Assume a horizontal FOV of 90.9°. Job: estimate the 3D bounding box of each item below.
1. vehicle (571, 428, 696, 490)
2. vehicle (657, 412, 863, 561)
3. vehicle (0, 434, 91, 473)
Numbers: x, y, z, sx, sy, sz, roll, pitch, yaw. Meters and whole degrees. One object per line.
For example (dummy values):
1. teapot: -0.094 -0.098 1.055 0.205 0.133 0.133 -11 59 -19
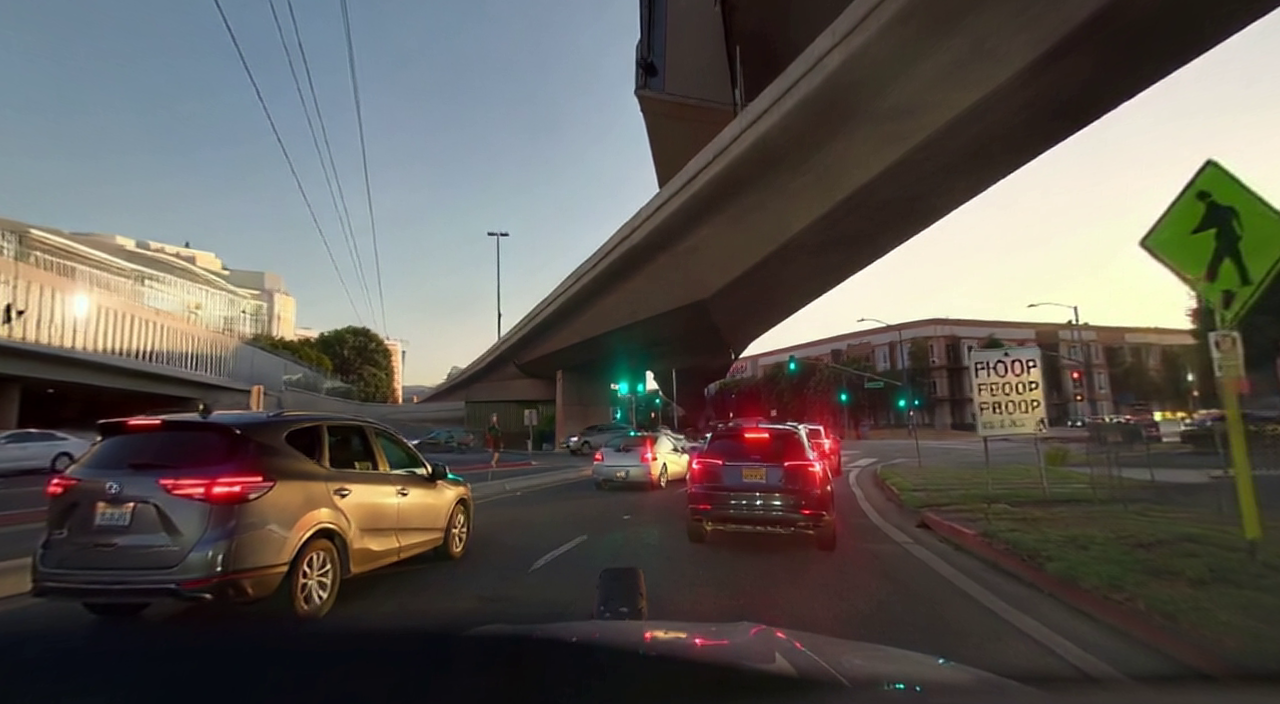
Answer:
1. vehicle: -0.004 3.021 18.221 2.214 1.519 4.704 -3 -9 18
2. vehicle: 1.719 1.775 9.093 2.195 1.571 4.353 -2 -8 12
3. vehicle: -33.661 5.446 34.084 5.457 2.021 2.213 2 -9 -15
